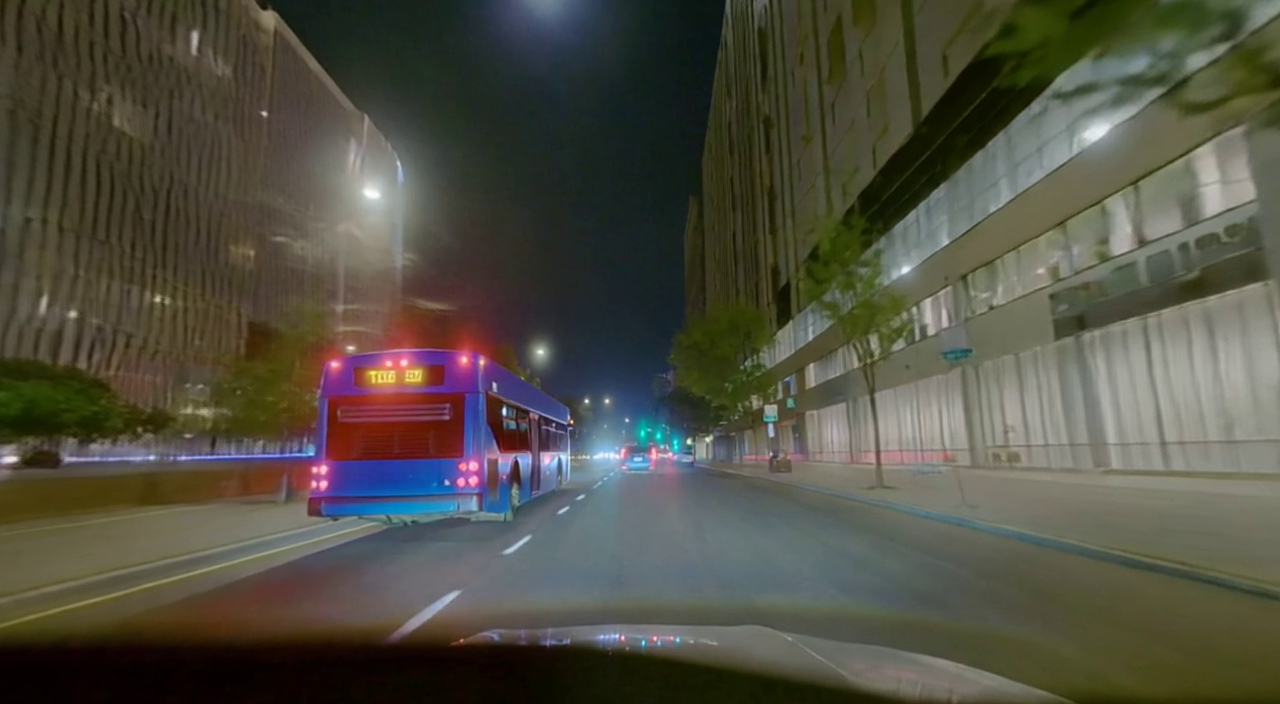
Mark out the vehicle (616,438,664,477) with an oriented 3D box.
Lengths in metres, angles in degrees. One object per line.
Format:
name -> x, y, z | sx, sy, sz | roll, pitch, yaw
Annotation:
vehicle -> 0.018, 5.030, 30.336 | 2.120, 1.727, 3.917 | 0, -8, 1

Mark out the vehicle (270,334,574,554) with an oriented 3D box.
vehicle -> -3.303, 1.782, 12.644 | 2.920, 2.884, 8.588 | 0, -8, 1
